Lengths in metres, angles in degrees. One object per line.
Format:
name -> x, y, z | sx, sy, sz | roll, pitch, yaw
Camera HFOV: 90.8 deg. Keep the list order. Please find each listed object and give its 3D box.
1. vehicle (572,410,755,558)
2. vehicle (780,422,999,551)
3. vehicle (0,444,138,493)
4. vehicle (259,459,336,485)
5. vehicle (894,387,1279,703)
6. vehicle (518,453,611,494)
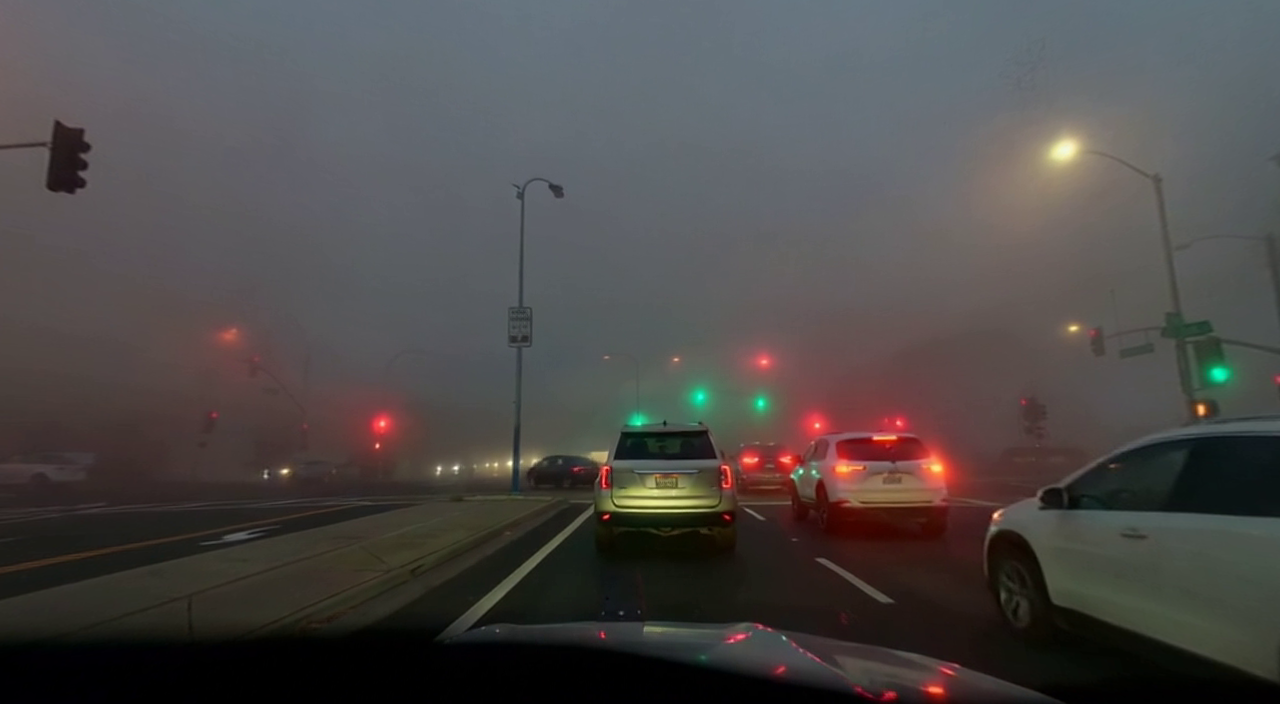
vehicle -> 0.332, 1.997, 10.233 | 2.292, 1.840, 4.394 | 0, -9, 1
vehicle -> 3.812, 2.126, 10.645 | 2.018, 1.701, 4.288 | 0, -9, 1
vehicle -> -24.863, 4.917, 26.842 | 5.062, 1.946, 2.243 | 0, -9, -1
vehicle -> -22.004, 7.704, 40.663 | 3.981, 1.477, 1.872 | 7, -11, -38
vehicle -> 3.313, 1.077, 3.455 | 2.056, 1.516, 4.776 | -1, -9, 3
vehicle -> -3.082, 4.760, 24.949 | 1.885, 1.430, 4.447 | 5, -12, -32
